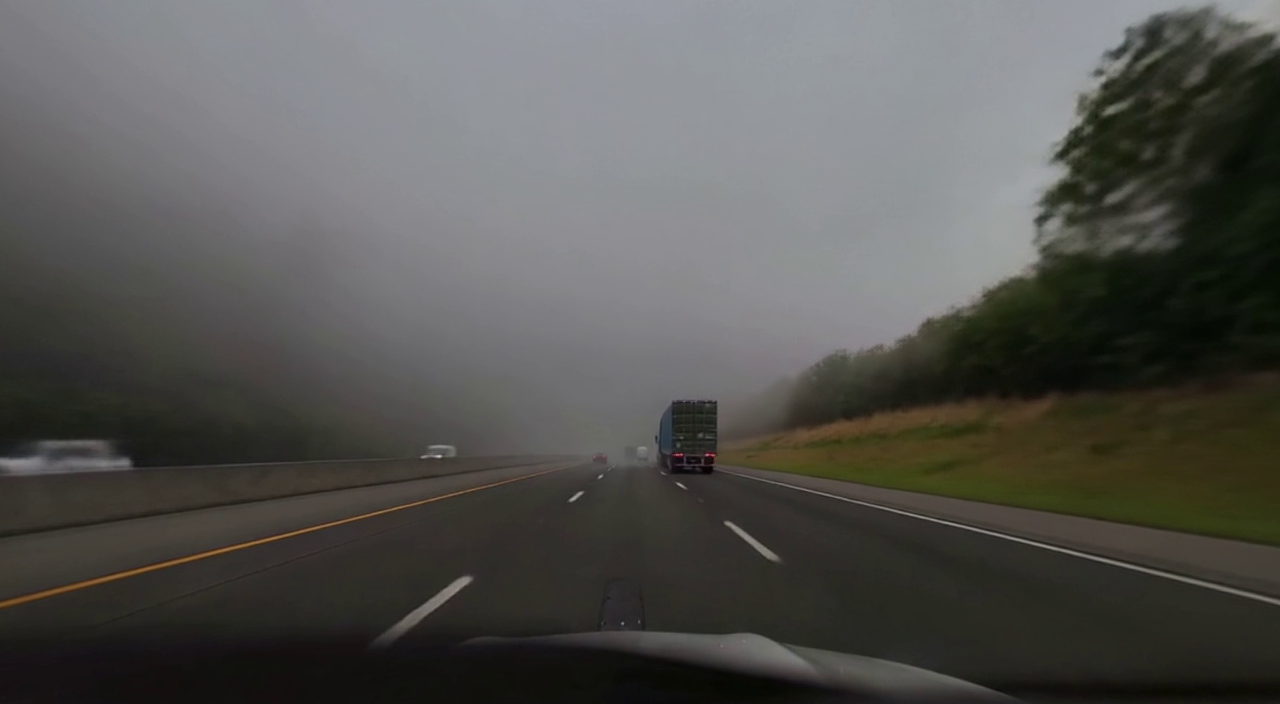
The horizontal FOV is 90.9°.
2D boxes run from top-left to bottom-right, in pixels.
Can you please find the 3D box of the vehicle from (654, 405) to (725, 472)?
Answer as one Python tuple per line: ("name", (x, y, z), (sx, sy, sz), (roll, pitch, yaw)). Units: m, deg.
("vehicle", (3.366, 6.864, 48.849), (3.532, 4.201, 17.611), (0, -9, -2))
